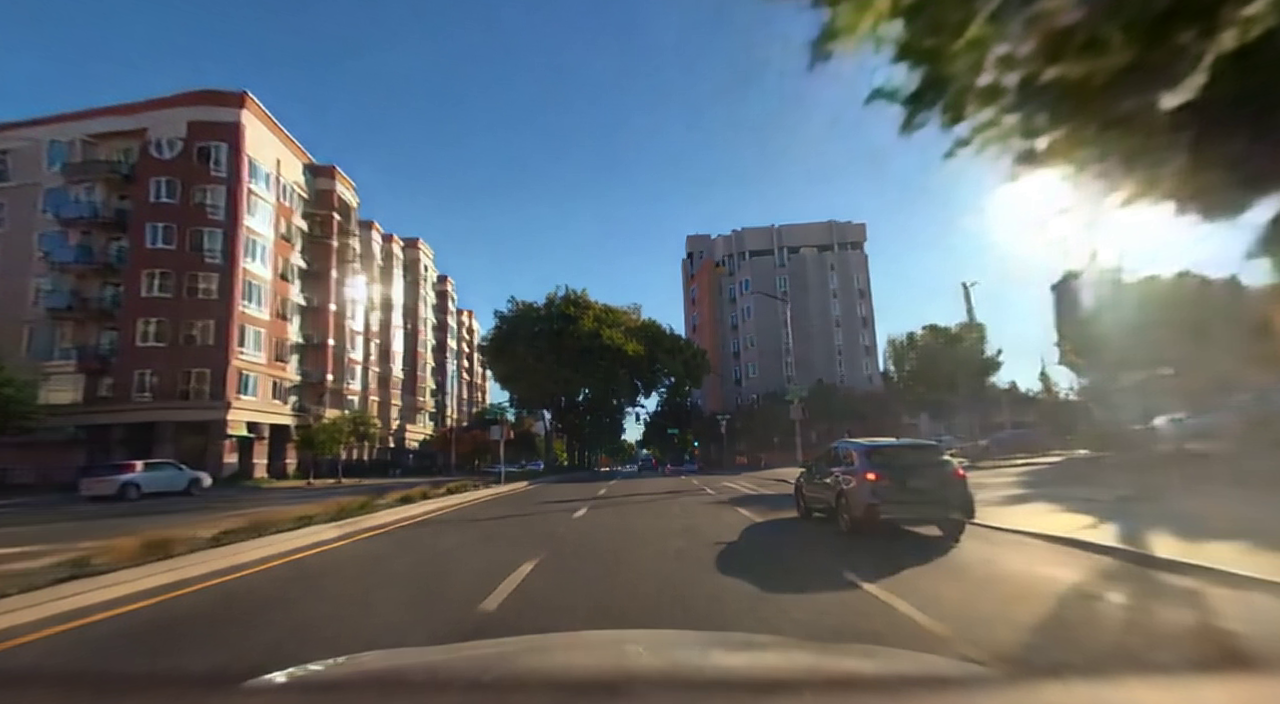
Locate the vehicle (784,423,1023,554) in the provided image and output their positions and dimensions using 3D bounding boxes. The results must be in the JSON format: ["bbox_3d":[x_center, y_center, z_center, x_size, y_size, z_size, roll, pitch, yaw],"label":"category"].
[{"bbox_3d":[3.694,1.974,9.766,1.949,1.583,3.996,0,-9,0],"label":"vehicle"}]

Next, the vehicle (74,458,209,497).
[{"bbox_3d":[-21.361,5.359,27.320,1.864,1.468,4.770,0,-9,1],"label":"vehicle"}]
